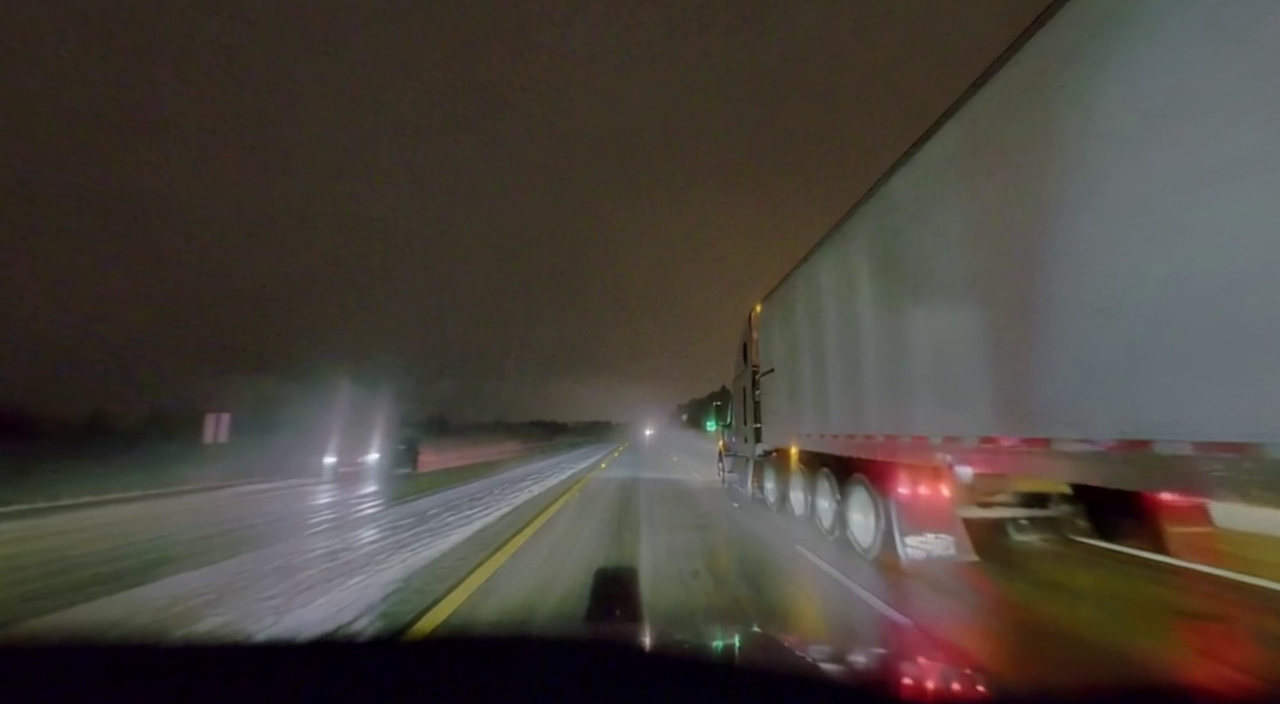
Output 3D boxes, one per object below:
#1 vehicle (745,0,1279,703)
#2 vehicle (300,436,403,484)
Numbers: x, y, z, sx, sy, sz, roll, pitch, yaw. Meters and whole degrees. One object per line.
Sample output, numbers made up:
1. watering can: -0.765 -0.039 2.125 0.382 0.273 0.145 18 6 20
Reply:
1. vehicle: 3.737 0.398 7.660 3.023 3.885 10.073 0 -8 -1
2. vehicle: -11.069 4.136 24.491 1.915 1.668 4.330 0 -8 1
